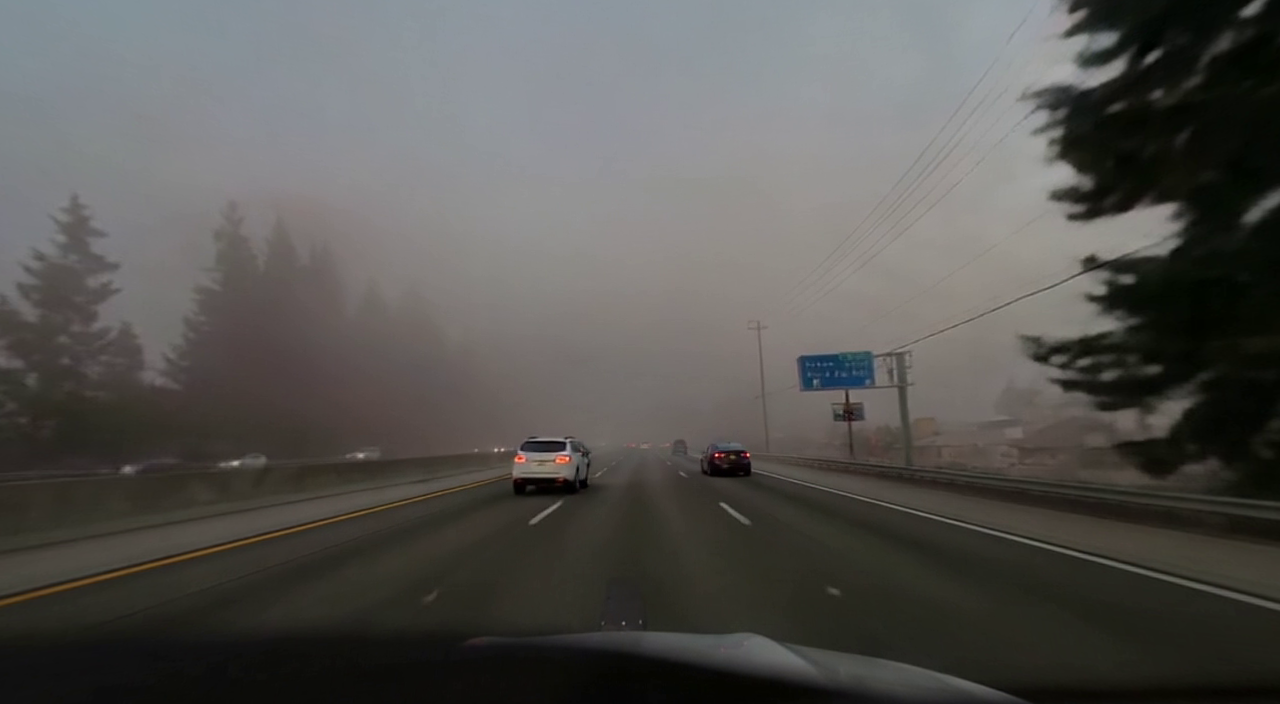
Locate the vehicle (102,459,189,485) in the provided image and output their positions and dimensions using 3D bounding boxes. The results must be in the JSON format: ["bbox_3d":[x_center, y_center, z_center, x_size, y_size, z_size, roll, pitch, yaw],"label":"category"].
[{"bbox_3d":[-31.832,7.713,40.799,1.796,1.486,4.715,0,-8,1],"label":"vehicle"}]

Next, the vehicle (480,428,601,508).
[{"bbox_3d":[-2.169,2.681,15.079,2.049,1.620,4.153,0,-8,2],"label":"vehicle"}]

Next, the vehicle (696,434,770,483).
[{"bbox_3d":[3.244,3.797,22.734,1.996,1.579,3.841,0,-8,-1],"label":"vehicle"}]
